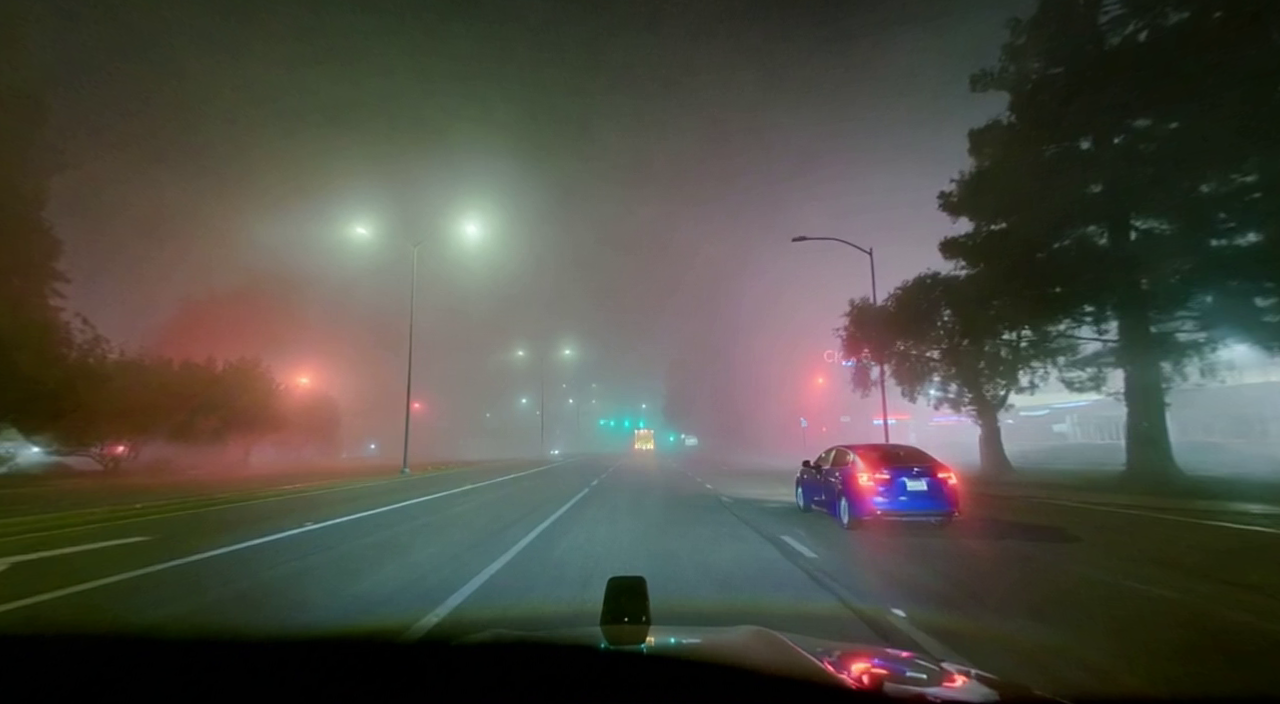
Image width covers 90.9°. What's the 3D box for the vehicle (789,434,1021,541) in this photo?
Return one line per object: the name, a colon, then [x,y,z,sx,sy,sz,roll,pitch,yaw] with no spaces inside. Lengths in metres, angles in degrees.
vehicle: [4.185,2.204,11.013,2.005,1.442,4.675,0,-8,0]
